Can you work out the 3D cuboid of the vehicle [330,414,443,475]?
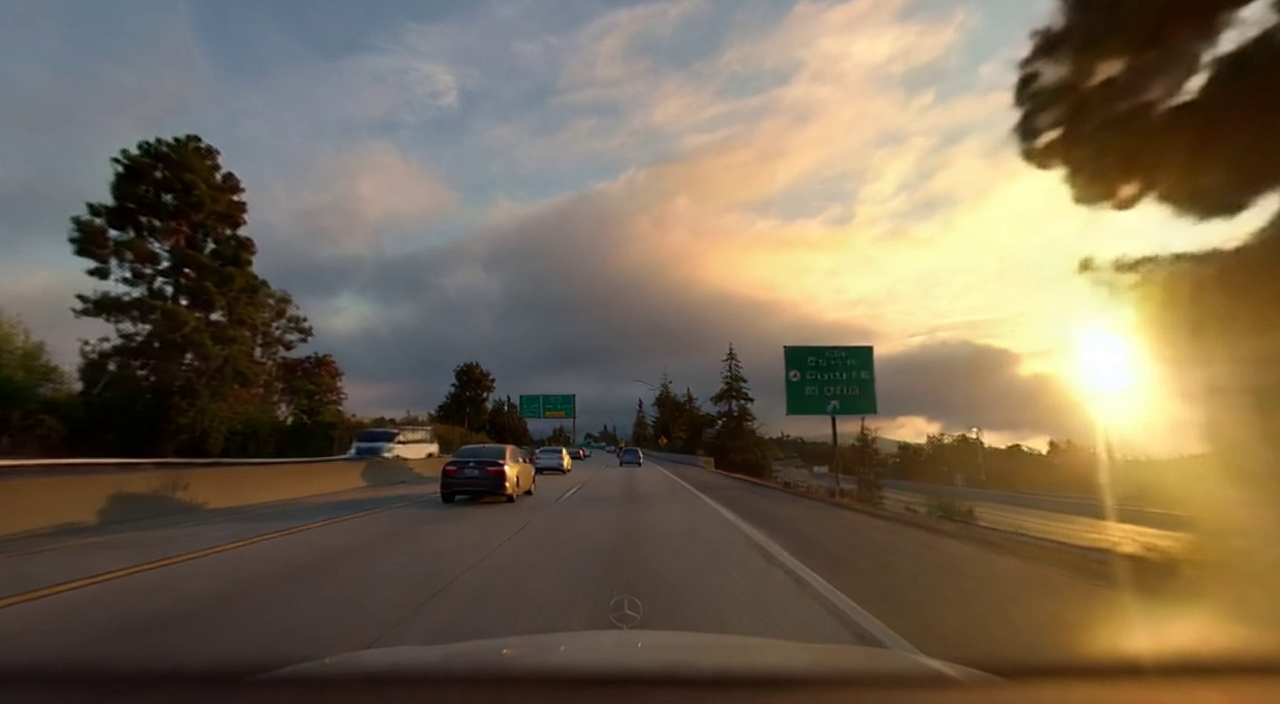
[{"bbox_3d":[-13.702,5.091,35.000,3.032,2.987,7.725,0,-8,0],"label":"vehicle"}]

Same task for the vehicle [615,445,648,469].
[{"bbox_3d":[-0.558,6.877,41.596,2.100,1.471,3.956,0,-8,-1],"label":"vehicle"}]

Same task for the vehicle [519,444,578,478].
[{"bbox_3d":[-4.201,5.057,29.647,2.107,1.453,4.462,0,-8,0],"label":"vehicle"}]

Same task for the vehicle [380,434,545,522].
[{"bbox_3d":[-3.403,2.502,13.204,2.067,1.509,4.551,0,-8,1],"label":"vehicle"}]
